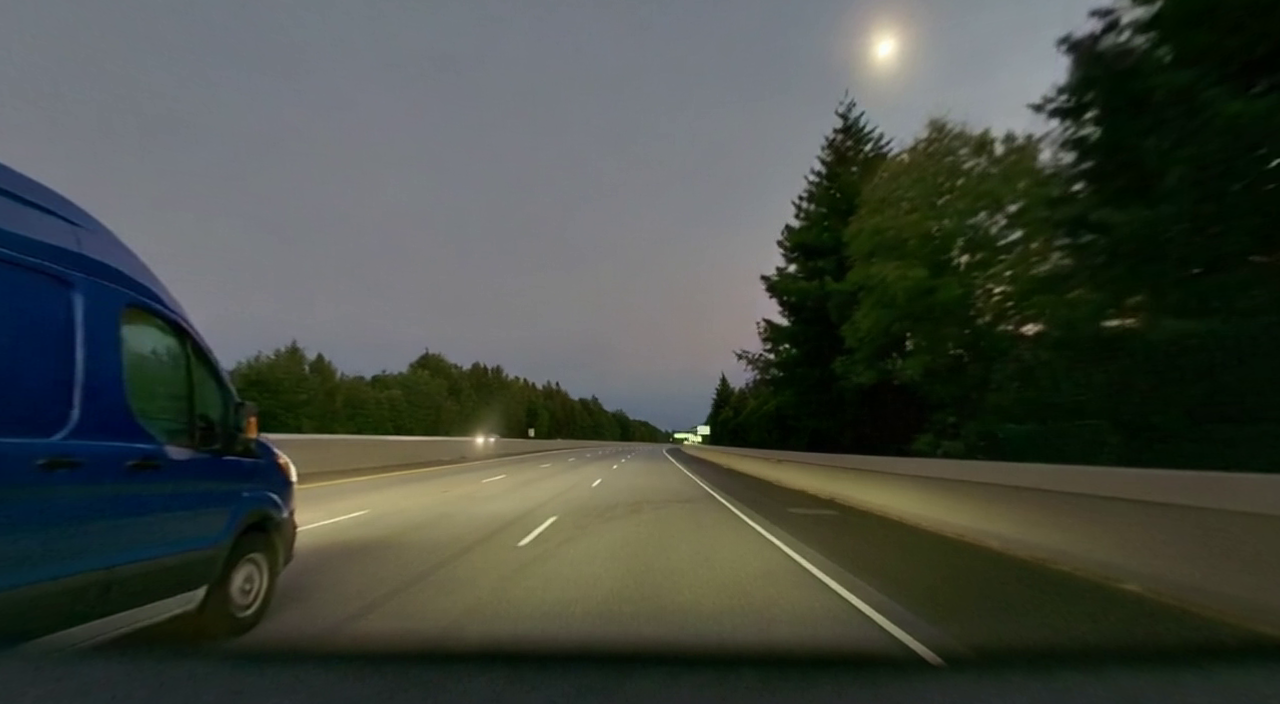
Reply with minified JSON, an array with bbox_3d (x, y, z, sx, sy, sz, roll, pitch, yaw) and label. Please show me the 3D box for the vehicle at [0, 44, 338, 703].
[{"bbox_3d":[-3.814,0.151,2.412,2.319,2.883,5.632,0,-8,2],"label":"vehicle"}]
